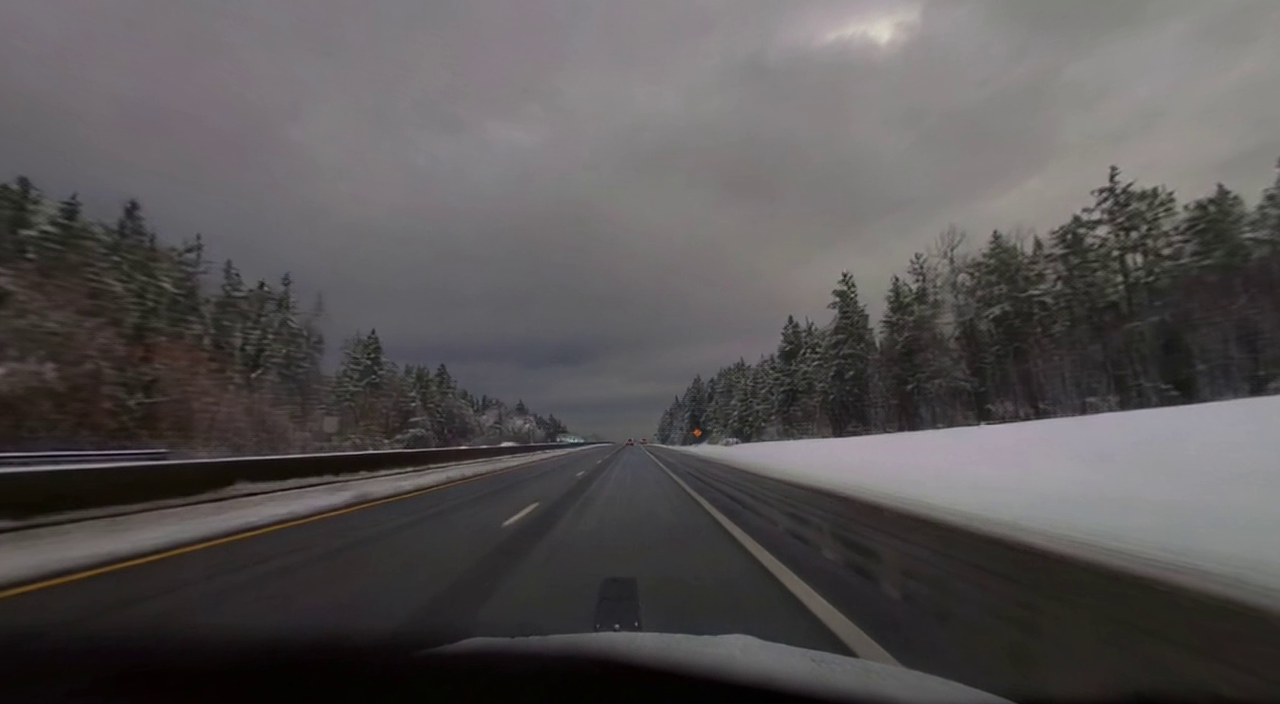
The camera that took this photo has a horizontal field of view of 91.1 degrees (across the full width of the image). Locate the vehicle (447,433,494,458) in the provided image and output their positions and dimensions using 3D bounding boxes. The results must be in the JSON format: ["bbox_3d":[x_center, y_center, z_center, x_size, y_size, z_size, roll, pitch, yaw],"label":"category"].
[{"bbox_3d":[-11.421,6.306,42.609,1.983,1.598,4.547,0,-8,-1],"label":"vehicle"}]
